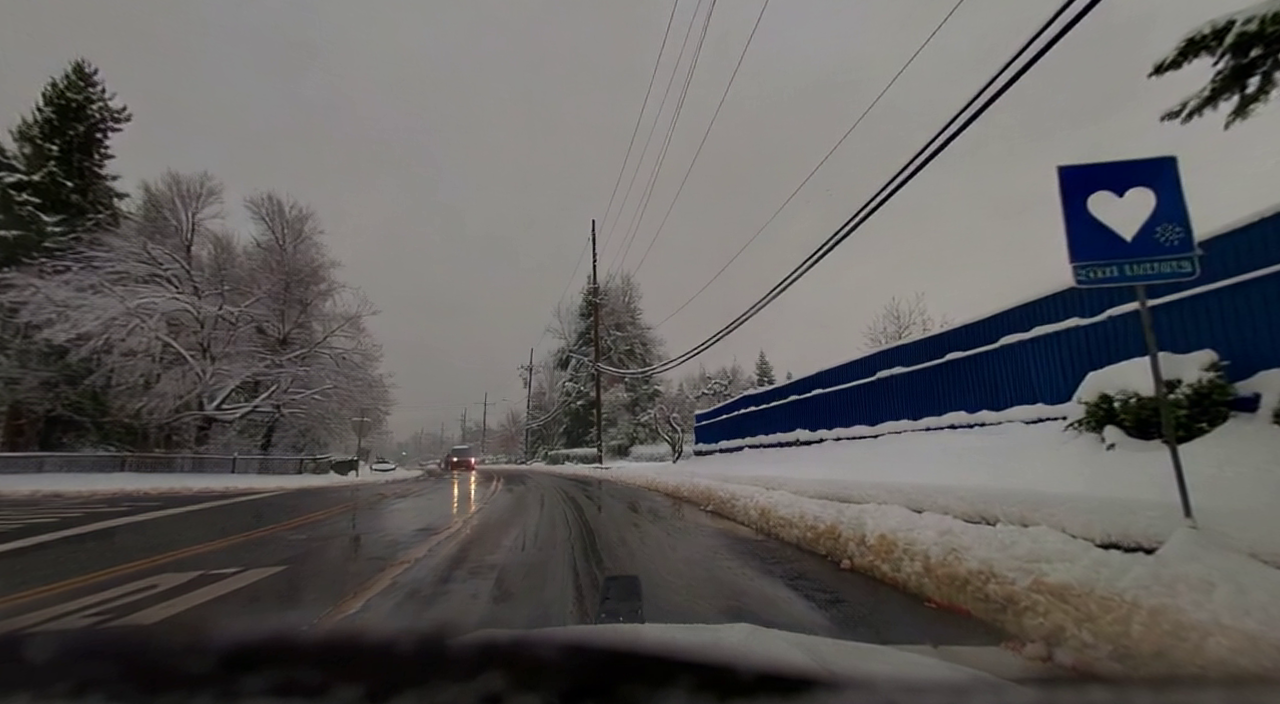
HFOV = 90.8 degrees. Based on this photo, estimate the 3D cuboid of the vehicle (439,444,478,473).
[{"bbox_3d":[-12.671,7.370,43.910,2.185,1.901,4.177,3,-9,-21],"label":"vehicle"}]
